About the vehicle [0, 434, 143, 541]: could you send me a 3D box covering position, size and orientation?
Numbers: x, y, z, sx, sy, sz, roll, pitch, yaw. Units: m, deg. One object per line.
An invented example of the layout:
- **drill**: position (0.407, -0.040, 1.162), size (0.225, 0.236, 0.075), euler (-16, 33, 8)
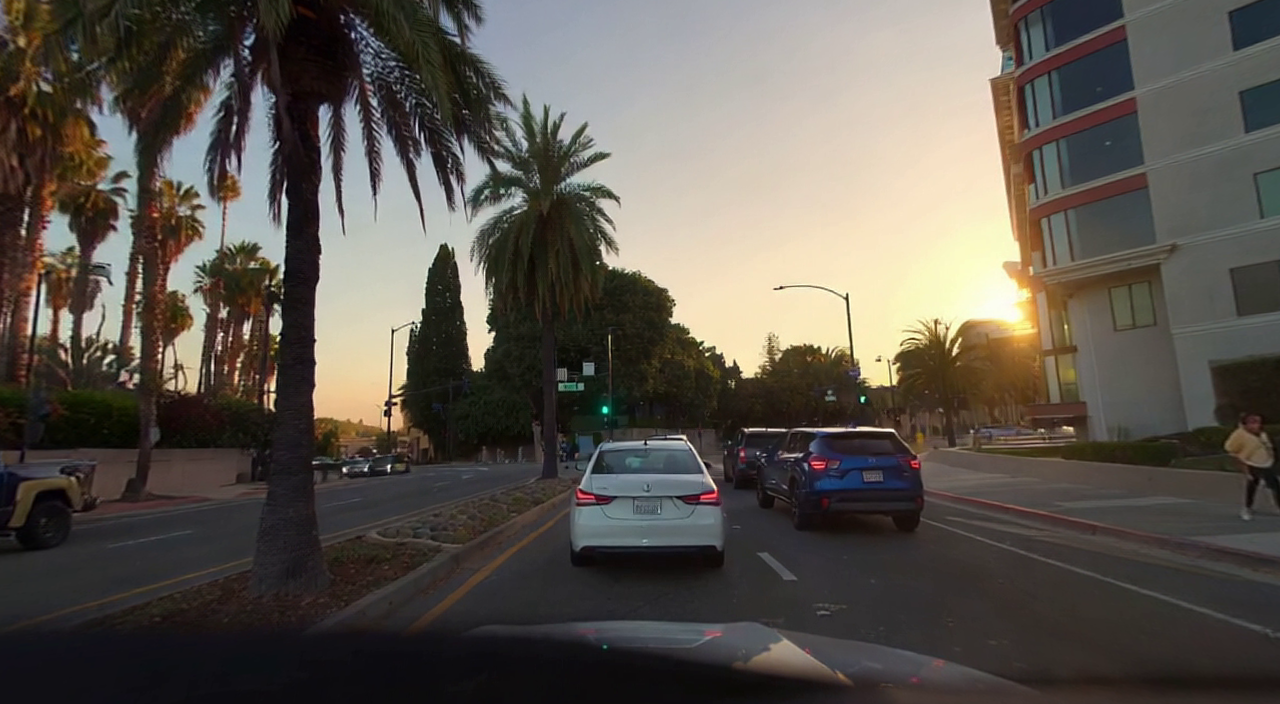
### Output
- **vehicle**: position (-13.056, 2.719, 12.290), size (2.240, 1.964, 5.707), euler (-6, -8, 0)

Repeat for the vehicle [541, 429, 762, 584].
- **vehicle**: position (0.149, 1.772, 8.070), size (2.088, 1.452, 3.993), euler (0, -8, 1)

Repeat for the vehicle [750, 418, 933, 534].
- **vehicle**: position (3.413, 2.189, 11.732), size (2.003, 1.733, 4.319), euler (0, -8, 1)

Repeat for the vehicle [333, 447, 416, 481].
- **vehicle**: position (-13.194, 5.568, 31.722), size (1.965, 1.507, 4.725), euler (-1, -8, 2)
